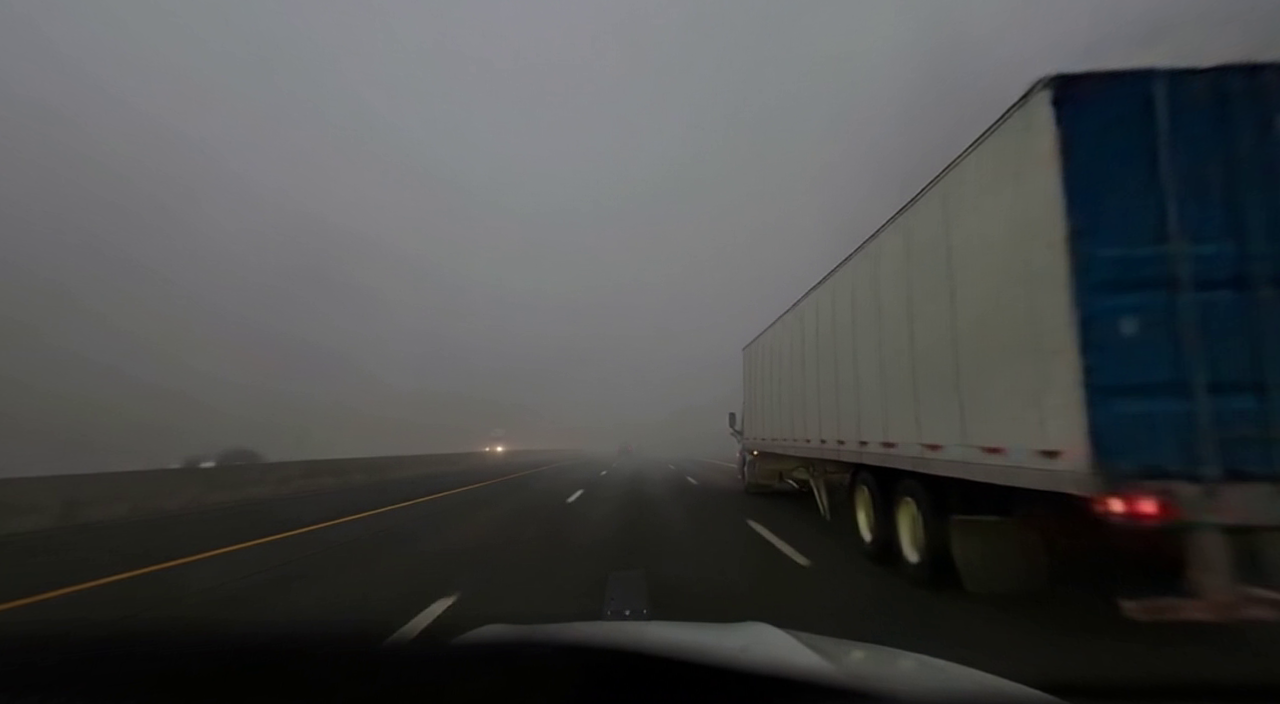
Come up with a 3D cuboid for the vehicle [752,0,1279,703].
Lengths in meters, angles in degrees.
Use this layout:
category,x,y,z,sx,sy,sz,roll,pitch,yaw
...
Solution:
category,x,y,z,sx,sy,sz,roll,pitch,yaw
vehicle,4.100,0.716,8.942,2.870,3.768,11.872,0,-8,0
